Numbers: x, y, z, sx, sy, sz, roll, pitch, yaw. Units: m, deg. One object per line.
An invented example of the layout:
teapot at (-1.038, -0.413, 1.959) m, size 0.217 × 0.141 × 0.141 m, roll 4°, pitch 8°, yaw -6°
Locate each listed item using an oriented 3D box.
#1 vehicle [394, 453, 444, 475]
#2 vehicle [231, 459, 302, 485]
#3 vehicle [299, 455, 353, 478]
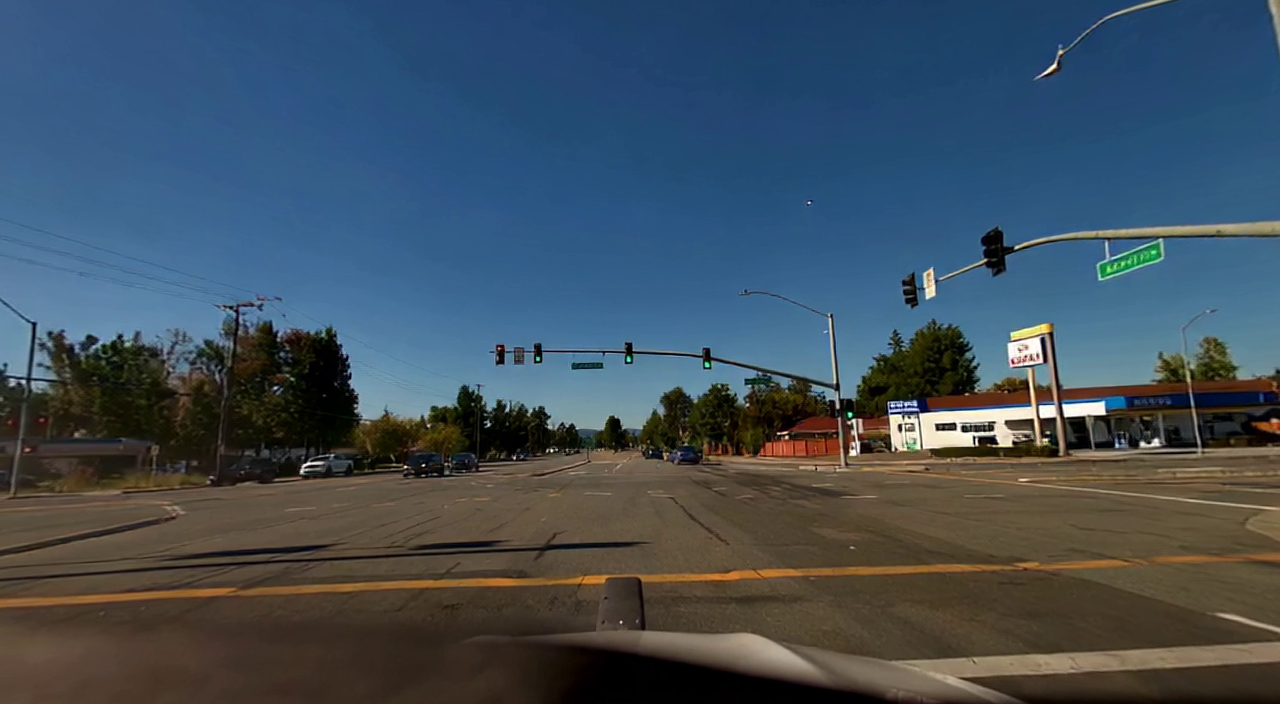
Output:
vehicle at (-15.323, 7.752, 43.999) m, size 1.920 × 1.434 × 4.328 m, roll 0°, pitch -9°, yaw 0°
vehicle at (-24.704, 7.908, 41.962) m, size 1.895 × 1.483 × 4.790 m, roll 0°, pitch -9°, yaw -2°
vehicle at (-24.759, 9.032, 49.954) m, size 2.098 × 1.684 × 4.388 m, roll 0°, pitch -9°, yaw -1°
